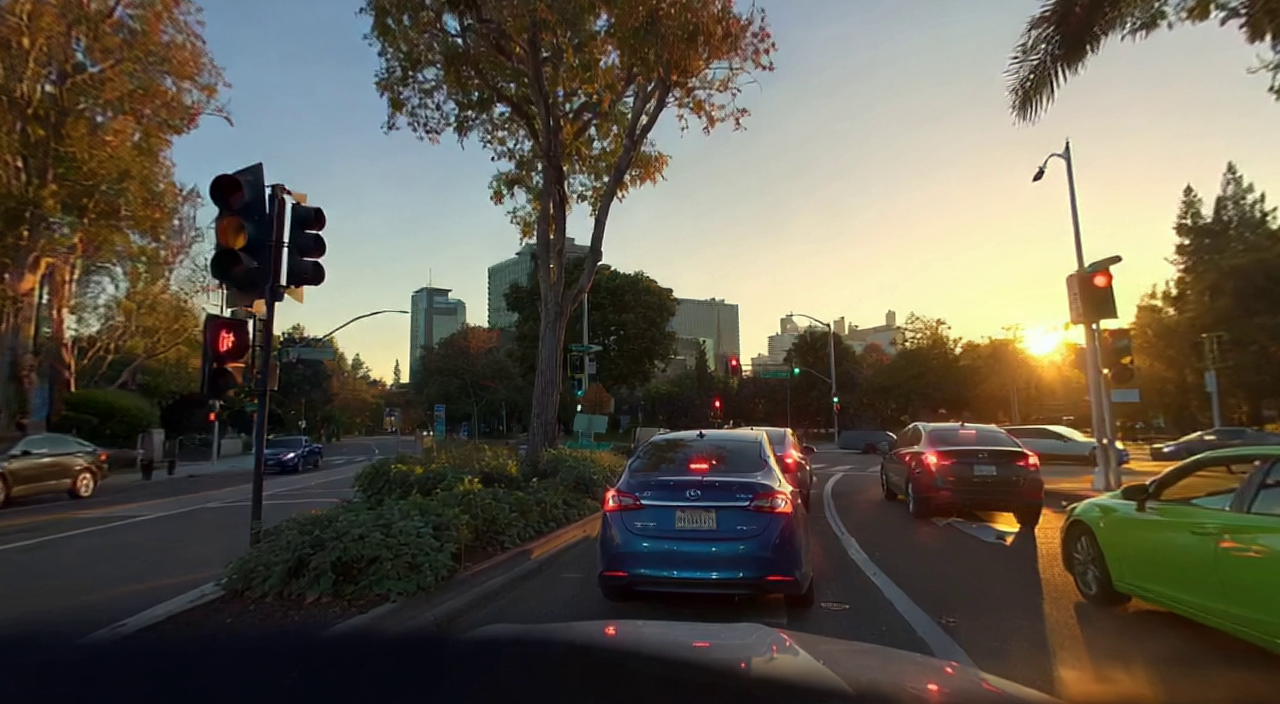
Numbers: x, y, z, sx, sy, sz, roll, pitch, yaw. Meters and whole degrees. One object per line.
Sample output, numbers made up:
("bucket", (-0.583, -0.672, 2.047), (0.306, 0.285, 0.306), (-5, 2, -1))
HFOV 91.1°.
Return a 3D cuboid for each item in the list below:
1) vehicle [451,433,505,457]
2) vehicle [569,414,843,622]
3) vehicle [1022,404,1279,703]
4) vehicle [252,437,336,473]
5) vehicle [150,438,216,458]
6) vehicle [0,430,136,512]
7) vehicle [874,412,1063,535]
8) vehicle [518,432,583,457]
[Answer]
("vehicle", (-12.478, 7.126, 48.186), (1.972, 1.705, 4.457), (8, -11, -44))
("vehicle", (0.856, 1.500, 6.698), (2.052, 1.483, 3.928), (-2, -8, 12))
("vehicle", (4.239, 1.059, 3.380), (1.954, 1.508, 4.441), (-1, -8, 7))
("vehicle", (-15.261, 4.544, 27.993), (1.976, 1.458, 4.645), (2, -8, -13))
("vehicle", (-35.377, 7.441, 48.640), (1.652, 1.433, 3.733), (-7, -11, 40))
("vehicle", (-13.307, 2.492, 13.584), (1.948, 1.532, 4.102), (2, -8, -11))
("vehicle", (5.527, 2.050, 11.281), (2.102, 1.717, 4.373), (-2, -9, 16))
("vehicle", (-5.979, 6.112, 41.547), (1.932, 1.573, 4.509), (8, -12, -44))
